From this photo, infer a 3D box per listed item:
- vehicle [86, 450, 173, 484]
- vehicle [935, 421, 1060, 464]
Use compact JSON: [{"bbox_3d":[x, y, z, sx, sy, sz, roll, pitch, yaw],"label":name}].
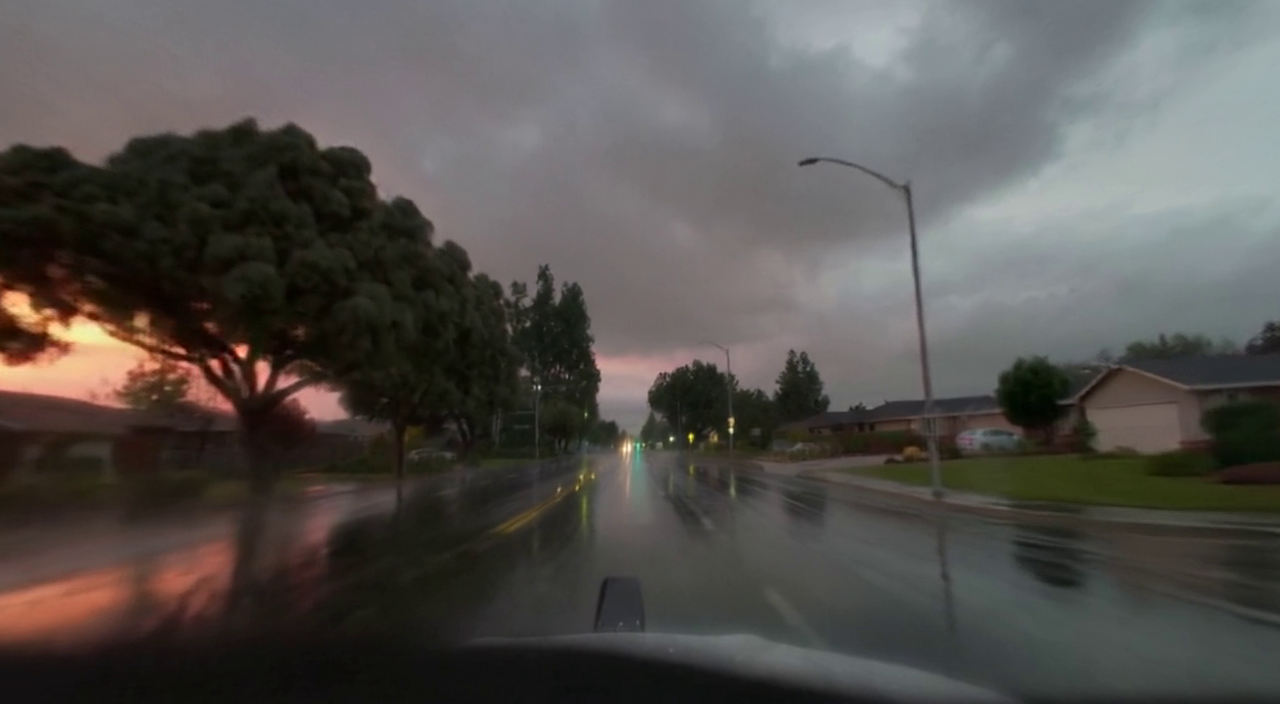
[{"bbox_3d":[-28.153,6.308,34.834,4.542,1.700,2.201,-6,-10,31],"label":"vehicle"},{"bbox_3d":[21.326,5.455,37.865,6.048,2.416,2.158,-1,-9,1],"label":"vehicle"}]
